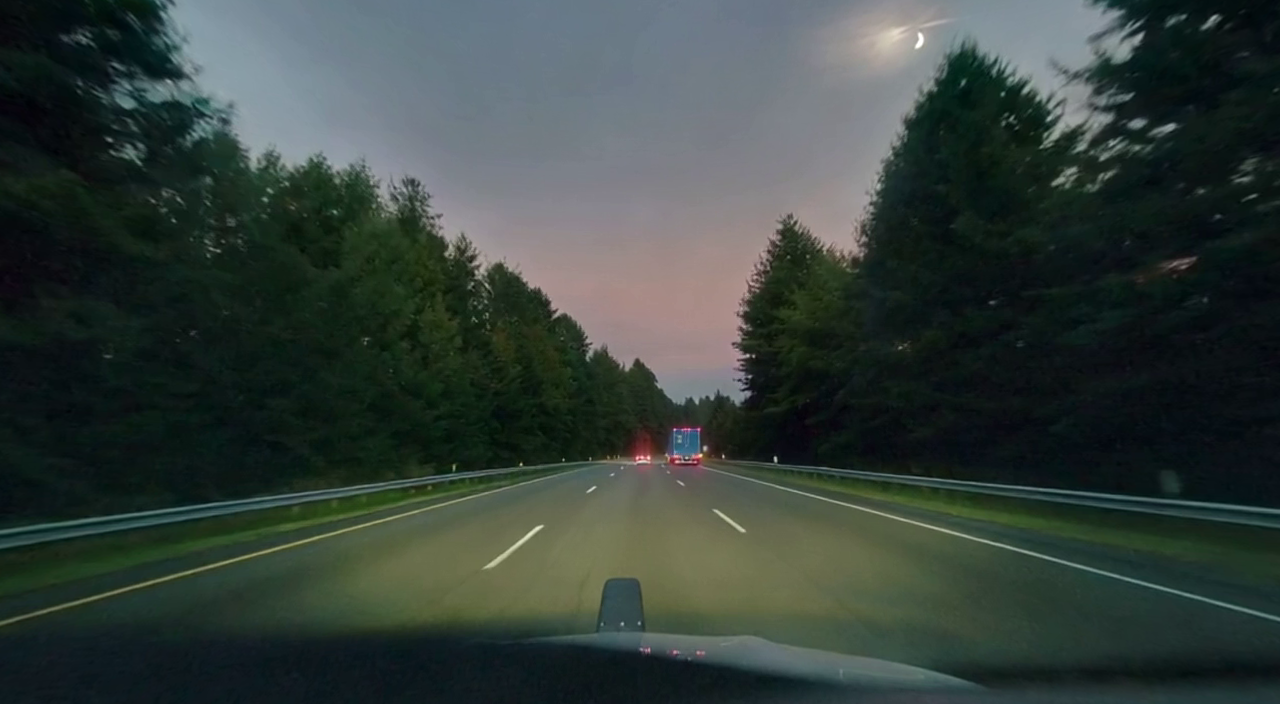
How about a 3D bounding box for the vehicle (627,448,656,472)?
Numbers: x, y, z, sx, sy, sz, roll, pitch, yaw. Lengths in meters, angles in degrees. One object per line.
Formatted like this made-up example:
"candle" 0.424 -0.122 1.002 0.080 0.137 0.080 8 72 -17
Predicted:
"vehicle" 0.079 7.380 43.169 1.900 1.497 3.732 0 -9 0
